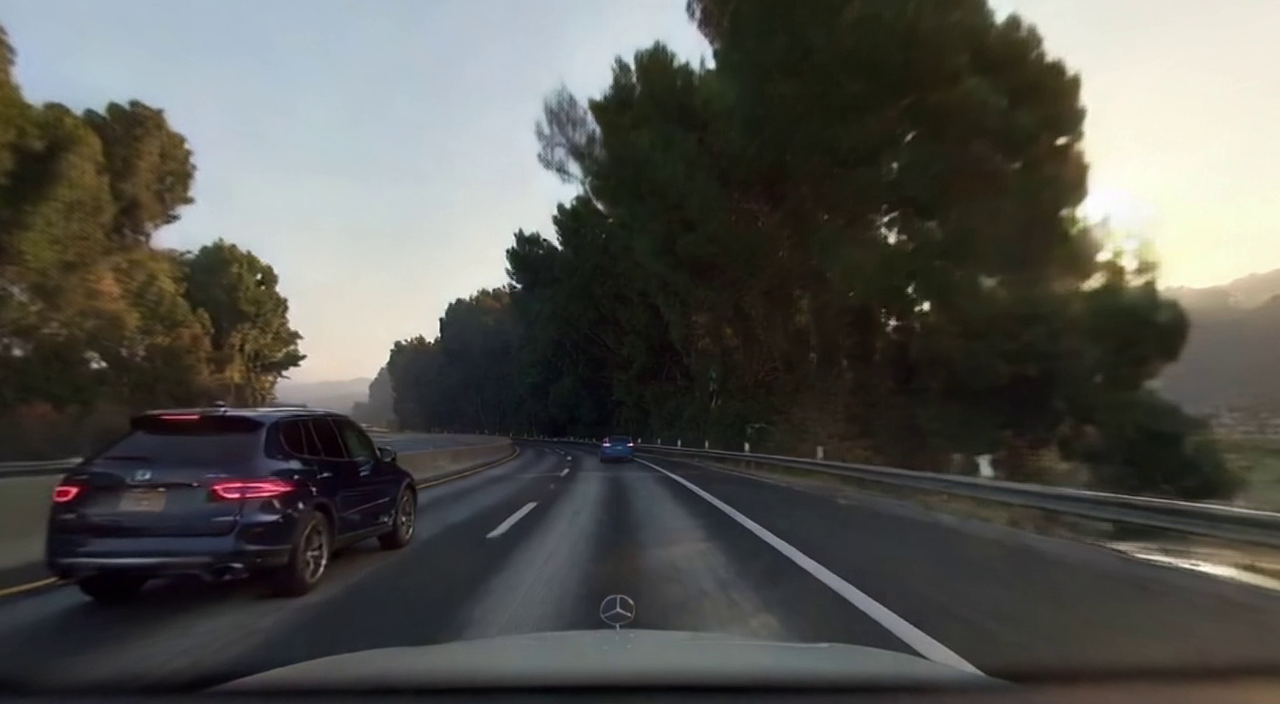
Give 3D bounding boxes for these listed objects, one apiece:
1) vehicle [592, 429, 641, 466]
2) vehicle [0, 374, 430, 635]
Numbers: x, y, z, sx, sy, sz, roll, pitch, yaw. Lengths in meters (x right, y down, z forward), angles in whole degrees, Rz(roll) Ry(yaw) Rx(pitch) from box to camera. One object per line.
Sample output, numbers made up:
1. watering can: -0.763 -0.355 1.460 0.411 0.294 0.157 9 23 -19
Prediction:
1. vehicle: -1.308 5.096 33.794 2.452 1.857 4.022 1 -8 -4
2. vehicle: -4.129 1.409 6.930 2.053 1.847 4.760 0 -8 -1
